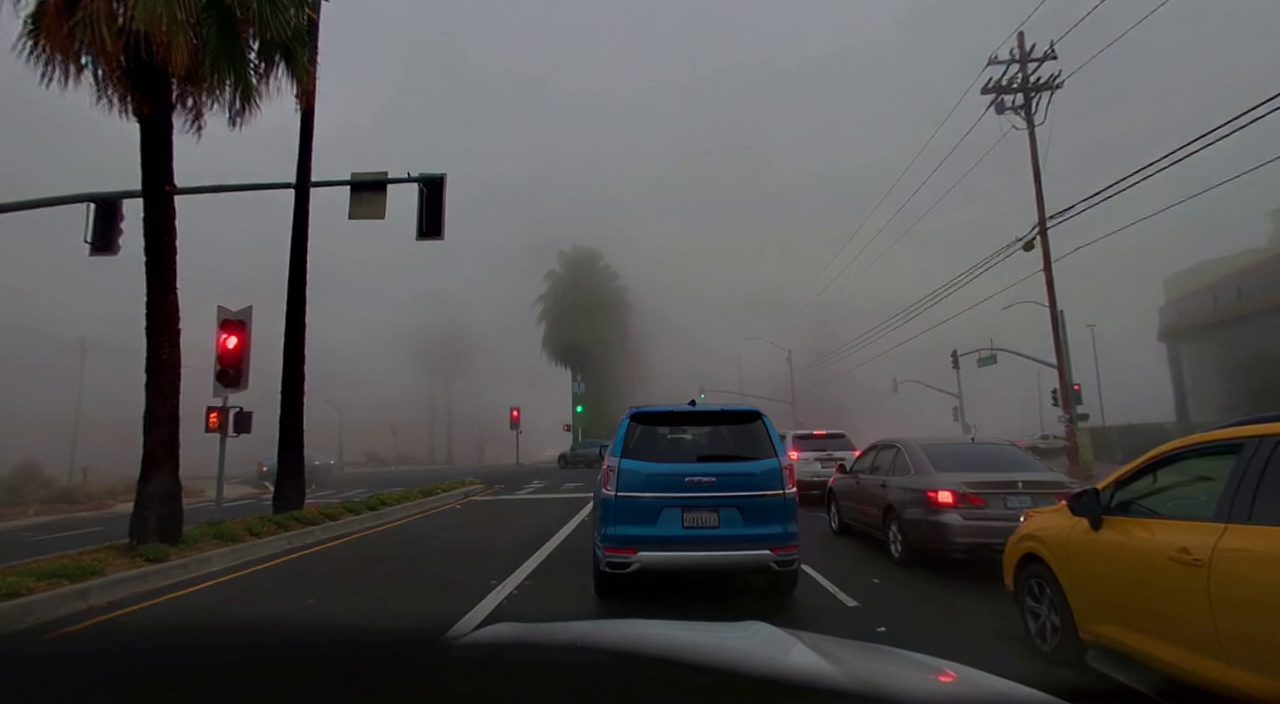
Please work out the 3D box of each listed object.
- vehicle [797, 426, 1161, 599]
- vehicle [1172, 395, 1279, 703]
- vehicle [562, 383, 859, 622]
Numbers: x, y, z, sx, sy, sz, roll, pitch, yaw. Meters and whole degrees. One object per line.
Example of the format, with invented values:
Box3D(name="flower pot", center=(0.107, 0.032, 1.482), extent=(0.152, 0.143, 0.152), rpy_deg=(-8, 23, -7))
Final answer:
Box3D(name="vehicle", center=(3.441, 1.693, 7.567), extent=(1.895, 1.456, 4.255), rpy_deg=(0, -9, -2))
Box3D(name="vehicle", center=(3.359, 0.648, 0.673), extent=(1.805, 1.485, 4.348), rpy_deg=(0, -9, 1))
Box3D(name="vehicle", center=(0.454, 1.442, 6.946), extent=(2.228, 1.780, 4.269), rpy_deg=(0, -9, -2))
